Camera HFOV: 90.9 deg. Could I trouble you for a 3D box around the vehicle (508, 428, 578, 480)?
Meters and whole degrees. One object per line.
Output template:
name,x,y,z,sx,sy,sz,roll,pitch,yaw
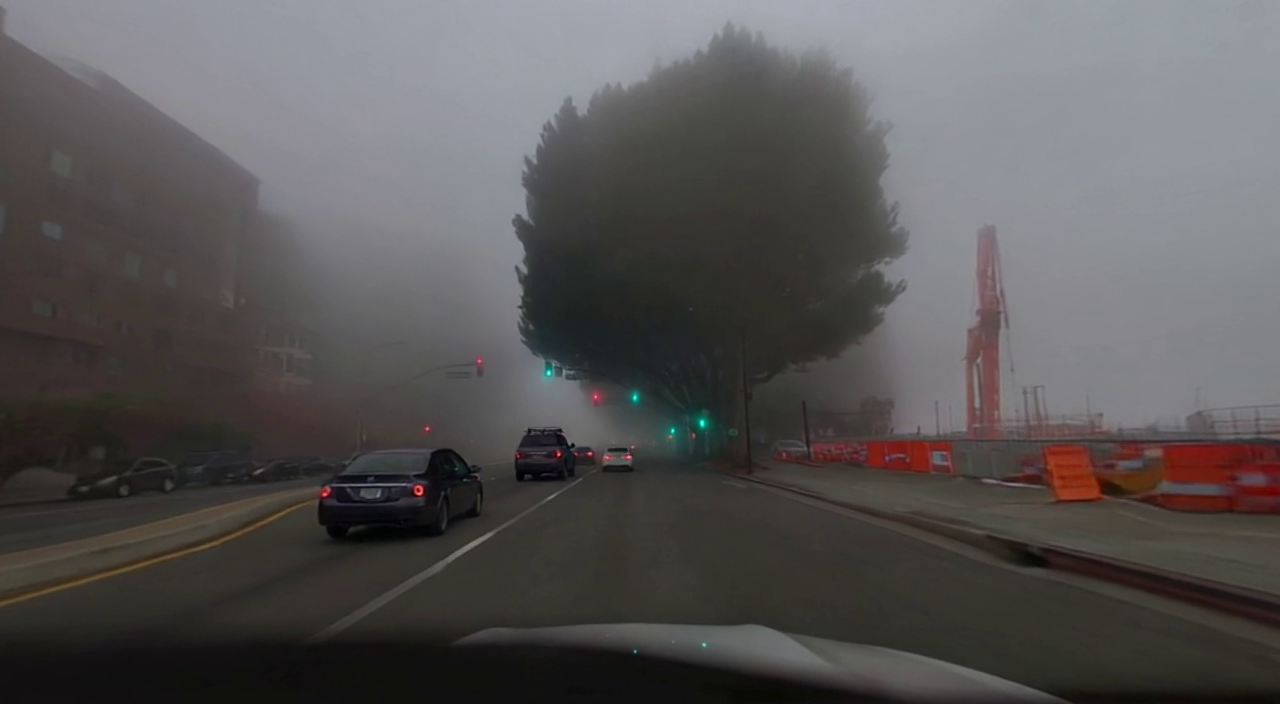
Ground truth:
vehicle,-4.071,4.401,27.369,2.240,2.054,4.662,0,-9,1

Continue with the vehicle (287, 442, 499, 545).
vehicle,-3.954,2.324,11.102,1.959,1.406,4.527,0,-9,-1

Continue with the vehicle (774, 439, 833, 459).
vehicle,12.730,7.580,49.175,4.061,1.465,1.803,2,-9,-19

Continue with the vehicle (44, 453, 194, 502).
vehicle,-19.870,4.750,24.352,2.029,1.637,4.338,0,-9,0

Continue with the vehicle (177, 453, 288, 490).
vehicle,-19.830,5.815,31.030,1.993,1.552,5.039,-1,-9,2

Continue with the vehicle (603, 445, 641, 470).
vehicle,-1.073,6.472,38.939,2.171,1.422,4.146,0,-9,-1
